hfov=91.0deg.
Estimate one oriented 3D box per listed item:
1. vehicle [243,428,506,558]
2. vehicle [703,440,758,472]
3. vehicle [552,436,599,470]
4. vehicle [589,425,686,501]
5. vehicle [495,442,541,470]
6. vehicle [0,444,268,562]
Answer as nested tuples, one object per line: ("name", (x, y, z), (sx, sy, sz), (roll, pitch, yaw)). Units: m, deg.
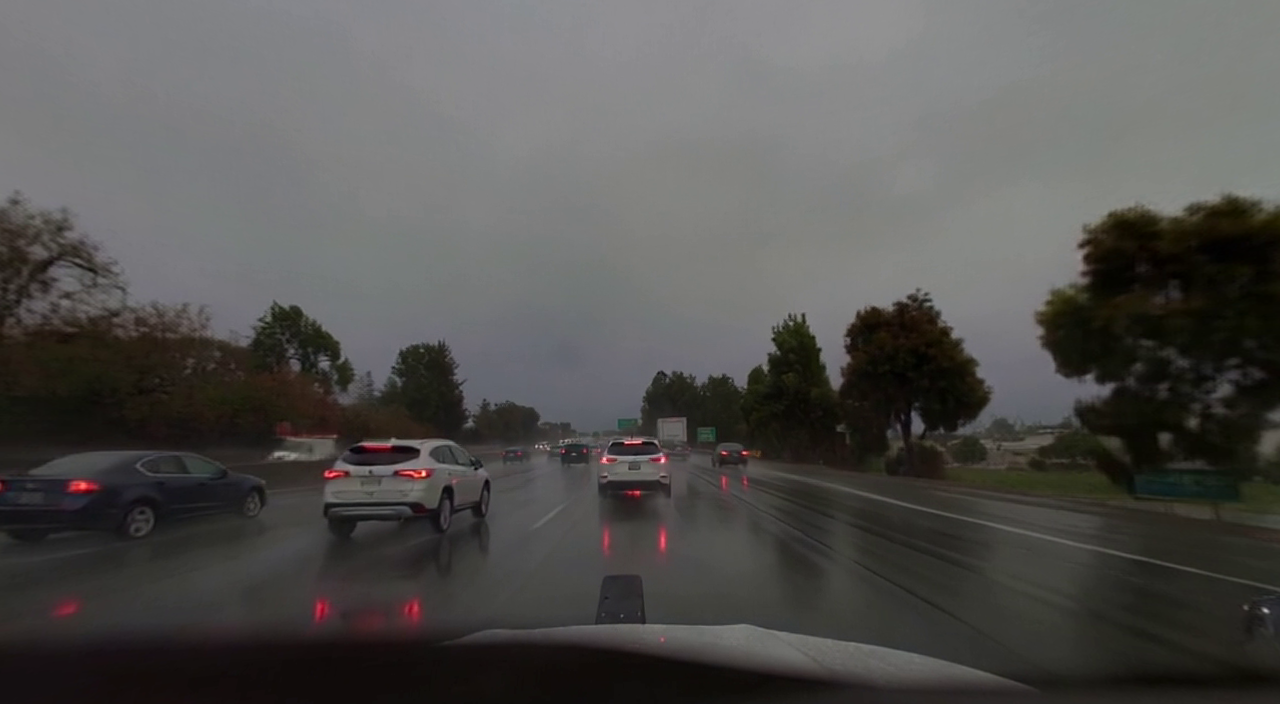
("vehicle", (-3.561, 1.968, 9.556), (2.011, 1.498, 4.341), (0, -8, 1))
("vehicle", (4.522, 5.254, 32.023), (2.006, 1.474, 4.669), (0, -9, -1))
("vehicle", (-3.604, 5.722, 35.922), (2.142, 1.808, 4.266), (0, -8, 1))
("vehicle", (-0.056, 2.859, 16.594), (2.223, 1.722, 4.177), (0, -8, 0))
("vehicle", (-7.402, 6.335, 38.596), (1.931, 1.617, 4.060), (0, -8, 0))
("vehicle", (-7.938, 2.118, 9.628), (1.948, 1.391, 4.111), (0, -8, 1))
